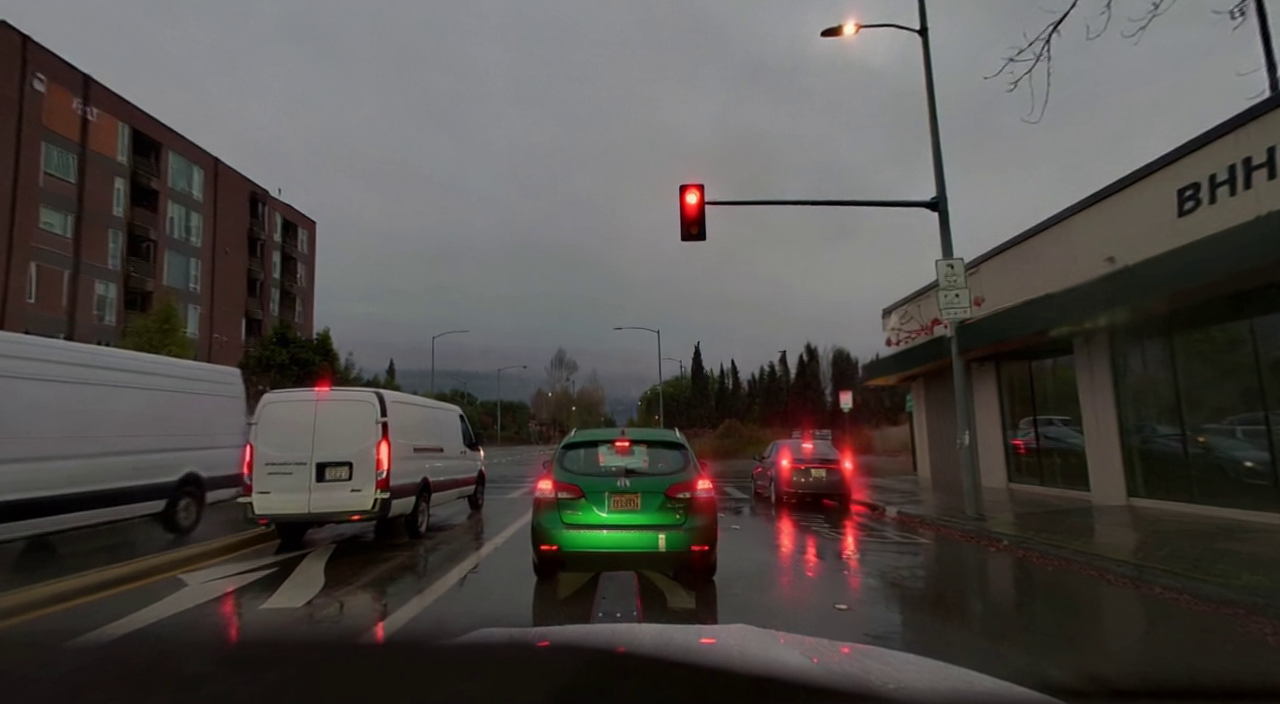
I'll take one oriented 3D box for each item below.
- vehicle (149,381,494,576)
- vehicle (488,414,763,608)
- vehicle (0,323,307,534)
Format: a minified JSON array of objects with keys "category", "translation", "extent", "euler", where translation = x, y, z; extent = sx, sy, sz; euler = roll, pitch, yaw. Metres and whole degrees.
[{"category":"vehicle","translation":[-3.585,1.523,8.517],"extent":[2.076,1.820,5.100],"euler":[0,-8,-1]},{"category":"vehicle","translation":[-0.116,1.467,6.776],"extent":[2.064,1.452,3.942],"euler":[0,-8,0]},{"category":"vehicle","translation":[-10.756,1.406,11.398],"extent":[2.973,3.009,12.605],"euler":[-1,-7,-2]}]
